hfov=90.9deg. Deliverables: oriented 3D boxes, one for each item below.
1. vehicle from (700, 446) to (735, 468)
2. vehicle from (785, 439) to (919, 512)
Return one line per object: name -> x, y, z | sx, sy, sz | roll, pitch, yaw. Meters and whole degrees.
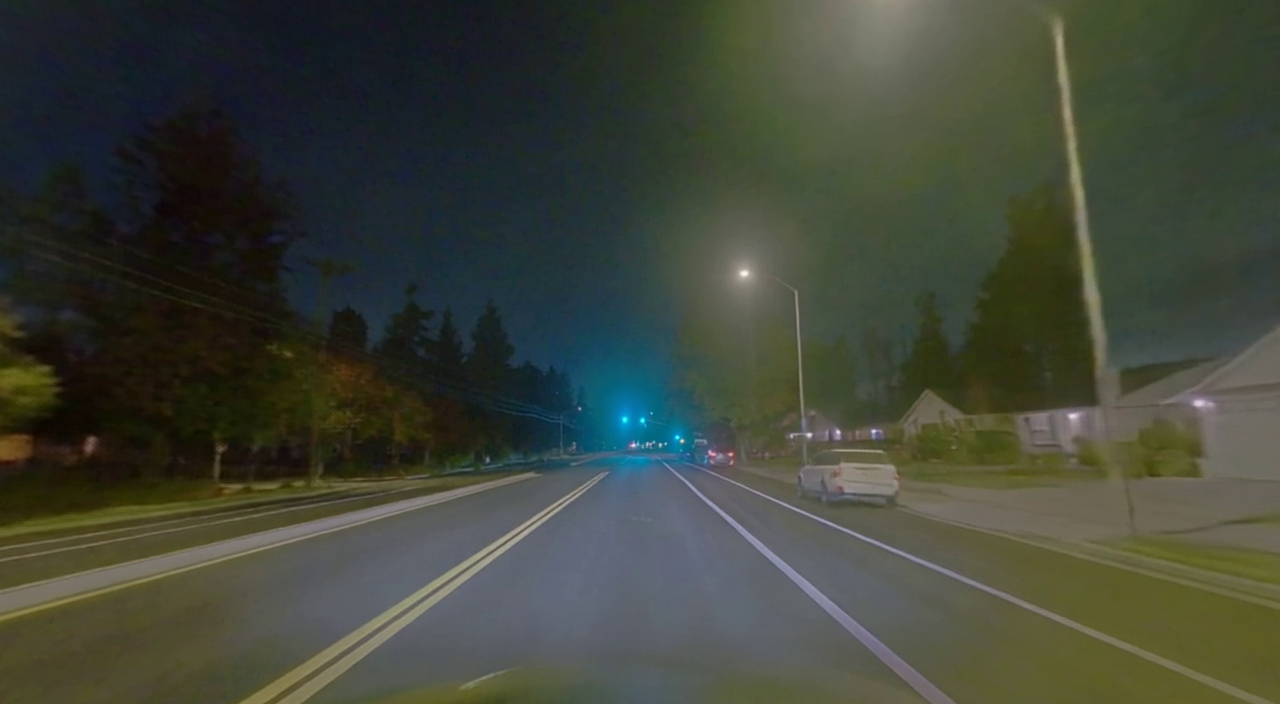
vehicle -> 5.428, 7.397, 44.713 | 2.032, 1.478, 5.040 | 0, -8, 2
vehicle -> 5.089, 2.987, 15.794 | 1.955, 1.549, 4.129 | 0, -8, 1
